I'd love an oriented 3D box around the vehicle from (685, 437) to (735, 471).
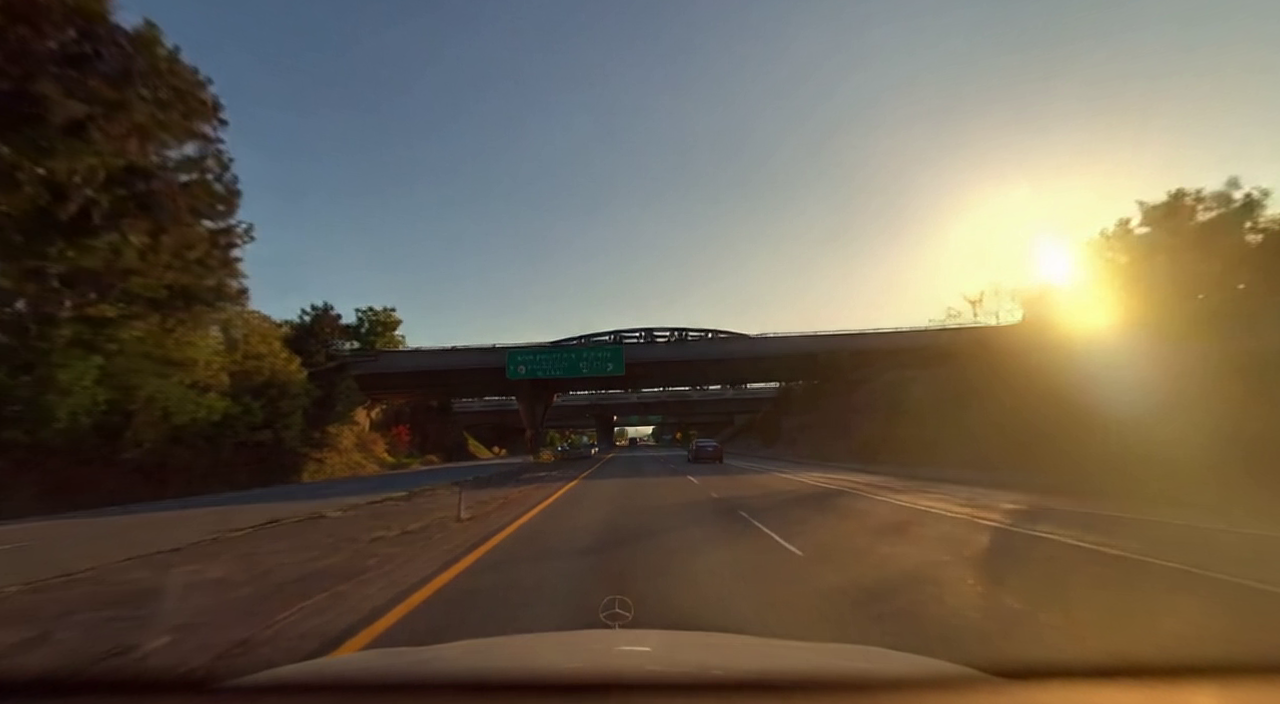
[{"bbox_3d":[3.176,4.669,29.026,1.781,1.470,3.540,0,-8,-2],"label":"vehicle"}]
